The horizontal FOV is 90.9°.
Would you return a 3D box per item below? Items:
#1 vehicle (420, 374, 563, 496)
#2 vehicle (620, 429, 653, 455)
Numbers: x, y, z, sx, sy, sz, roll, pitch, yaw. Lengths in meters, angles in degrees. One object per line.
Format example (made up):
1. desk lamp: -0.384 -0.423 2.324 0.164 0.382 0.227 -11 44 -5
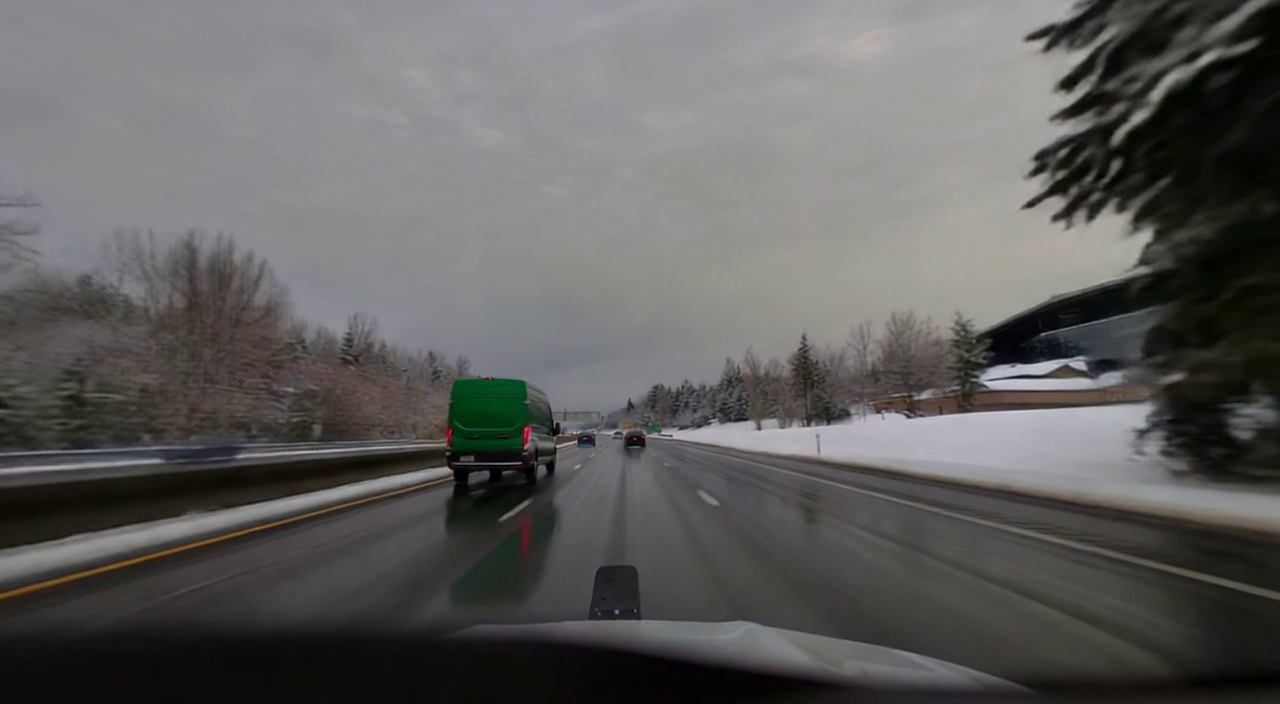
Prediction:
1. vehicle: -3.493 2.134 16.267 2.424 2.577 5.828 0 -8 -2
2. vehicle: -0.250 6.000 42.118 2.104 1.646 4.176 0 -8 -1
